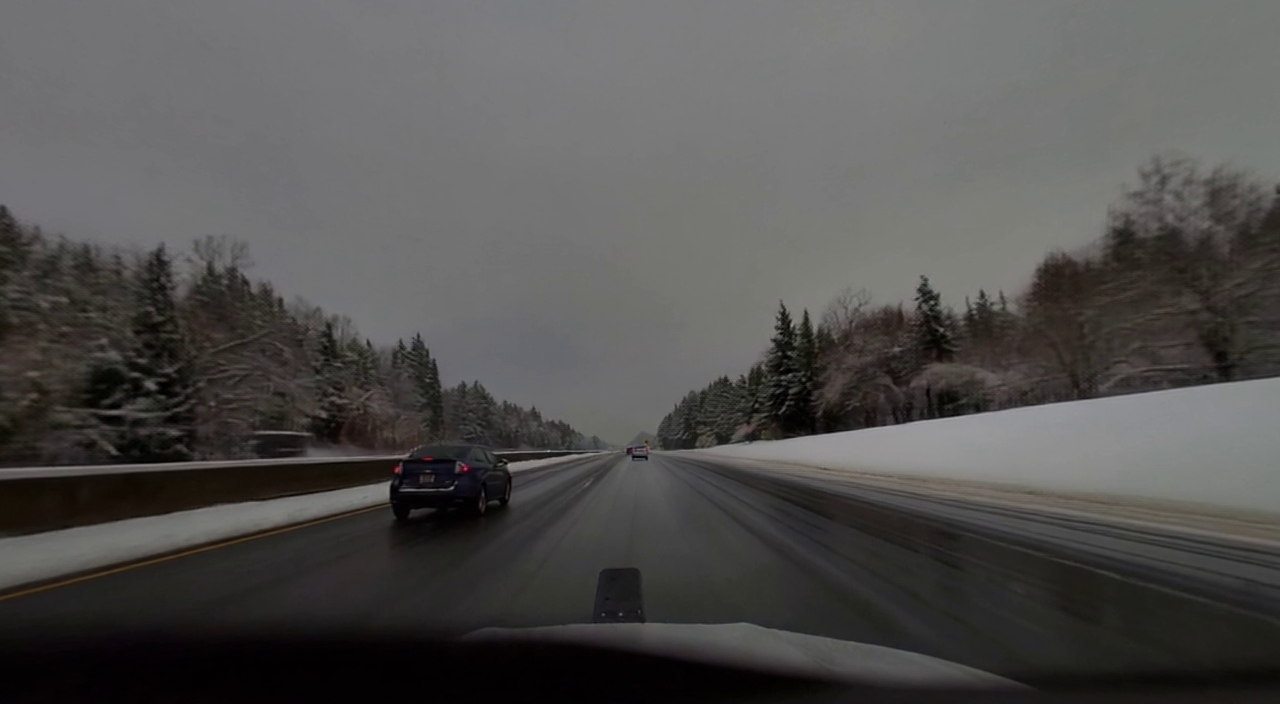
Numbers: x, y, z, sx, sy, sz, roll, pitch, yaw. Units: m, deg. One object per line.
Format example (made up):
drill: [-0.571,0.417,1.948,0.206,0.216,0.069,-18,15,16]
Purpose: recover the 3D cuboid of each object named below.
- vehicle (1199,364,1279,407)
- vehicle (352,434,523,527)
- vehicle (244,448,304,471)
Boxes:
vehicle: [31.389,1.717,31.817,2.014,1.774,4.550,1,-9,-5]
vehicle: [-3.819,2.490,12.853,2.050,1.547,4.266,0,-8,0]
vehicle: [-28.447,8.346,49.268,1.895,1.645,4.647,0,-8,0]
